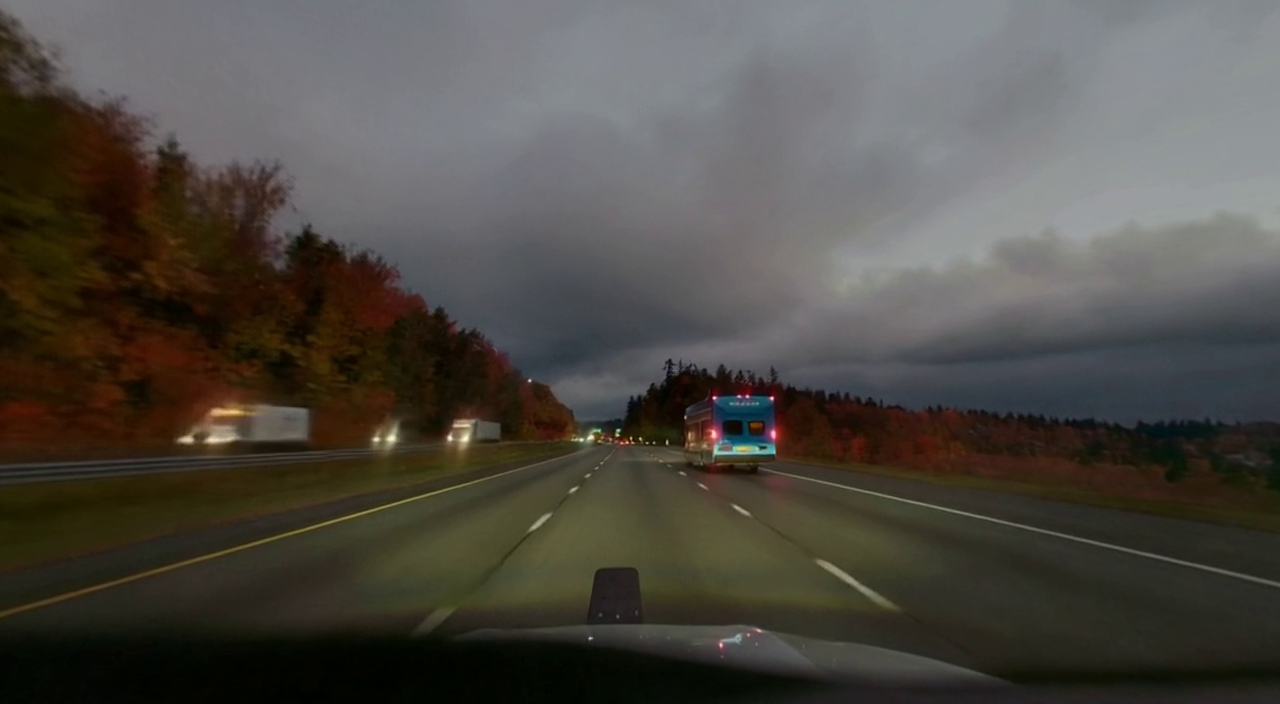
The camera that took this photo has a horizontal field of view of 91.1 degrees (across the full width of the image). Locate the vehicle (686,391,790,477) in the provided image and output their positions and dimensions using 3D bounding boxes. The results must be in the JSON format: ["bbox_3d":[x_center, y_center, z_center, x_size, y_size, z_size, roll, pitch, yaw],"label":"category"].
[{"bbox_3d":[3.555,3.239,24.742,2.815,2.876,7.101,0,-8,-1],"label":"vehicle"}]

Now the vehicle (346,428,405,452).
[{"bbox_3d":[-17.316,5.800,41.415,1.861,1.502,4.738,0,-8,0],"label":"vehicle"}]
